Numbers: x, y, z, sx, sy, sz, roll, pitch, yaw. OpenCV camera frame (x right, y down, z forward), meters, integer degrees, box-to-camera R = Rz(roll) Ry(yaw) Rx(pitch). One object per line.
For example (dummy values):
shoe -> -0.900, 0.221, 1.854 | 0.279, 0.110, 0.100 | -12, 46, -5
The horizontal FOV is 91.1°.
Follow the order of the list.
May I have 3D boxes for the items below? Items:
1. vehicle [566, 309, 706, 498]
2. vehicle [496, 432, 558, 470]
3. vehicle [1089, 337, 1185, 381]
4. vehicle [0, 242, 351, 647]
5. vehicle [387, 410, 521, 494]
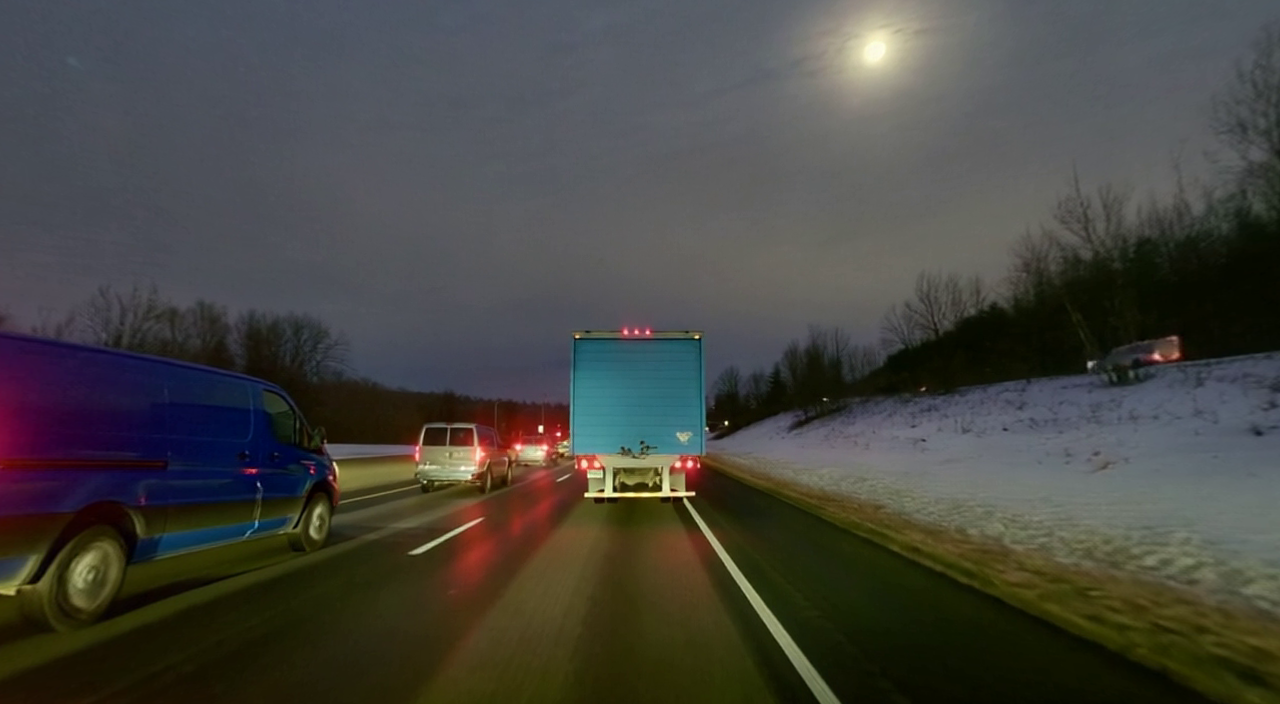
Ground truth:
vehicle -> -0.054, 1.734, 18.476 | 2.953, 4.041, 10.072 | 0, -8, 0
vehicle -> -4.870, 4.341, 27.818 | 1.931, 1.539, 4.441 | 0, -8, 0
vehicle -> 27.409, 0.456, 34.894 | 2.034, 1.625, 4.809 | 6, -7, 9
vehicle -> -5.253, 0.839, 5.851 | 2.478, 2.515, 5.438 | 0, -8, 0
vehicle -> -4.903, 2.715, 17.486 | 2.168, 1.985, 4.952 | 0, -8, 0
